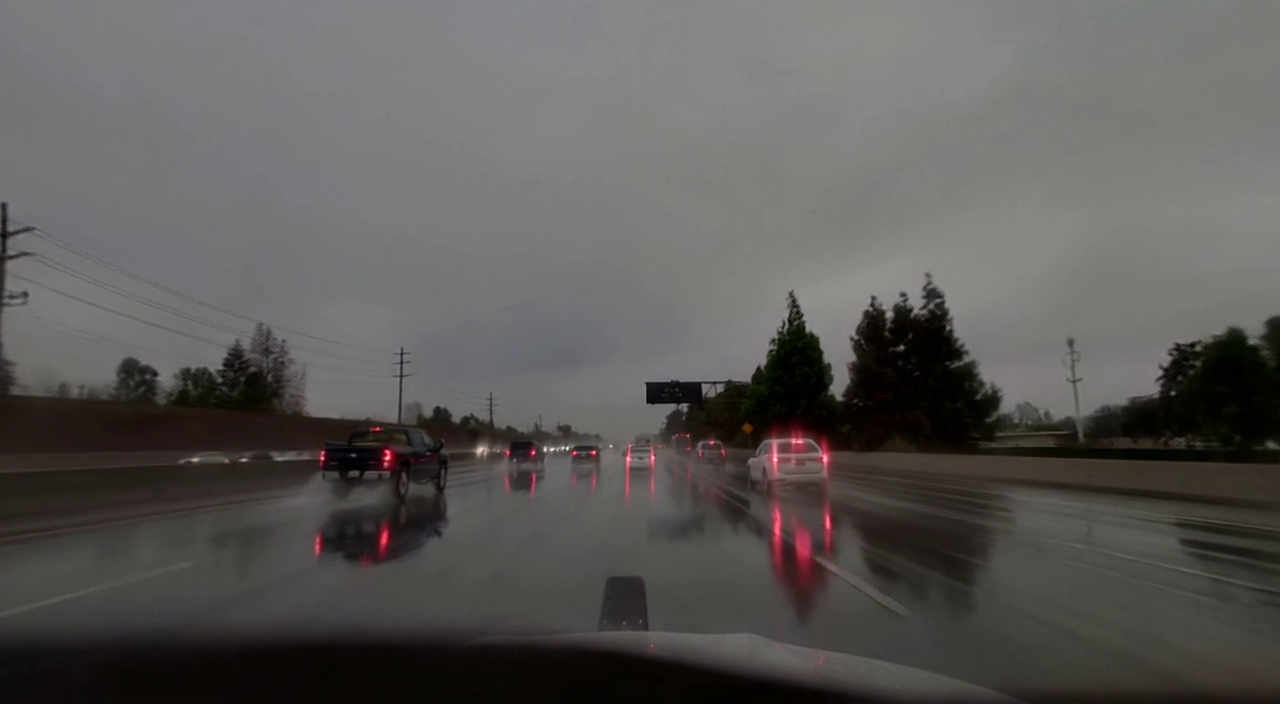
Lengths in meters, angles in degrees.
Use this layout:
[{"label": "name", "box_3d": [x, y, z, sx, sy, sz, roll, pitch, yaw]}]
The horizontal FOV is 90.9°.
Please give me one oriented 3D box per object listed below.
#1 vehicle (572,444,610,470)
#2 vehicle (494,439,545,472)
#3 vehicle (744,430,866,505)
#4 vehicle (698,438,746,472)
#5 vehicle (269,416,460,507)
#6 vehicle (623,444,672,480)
[{"label": "vehicle", "box_3d": [-2.917, 6.375, 38.538, 1.904, 1.479, 4.274, 0, -9, 1]}, {"label": "vehicle", "box_3d": [-6.654, 5.769, 35.266, 1.978, 1.680, 4.263, 0, -9, 1]}, {"label": "vehicle", "box_3d": [4.108, 2.949, 16.557, 2.002, 1.691, 4.290, 0, -9, 0]}, {"label": "vehicle", "box_3d": [4.593, 5.842, 36.066, 2.195, 1.778, 4.455, 0, -8, 1]}, {"label": "vehicle", "box_3d": [-6.801, 2.807, 16.586, 2.269, 1.936, 5.777, 0, -8, 1]}, {"label": "vehicle", "box_3d": [0.319, 4.735, 27.488, 1.966, 1.444, 3.986, 0, -8, 0]}]
